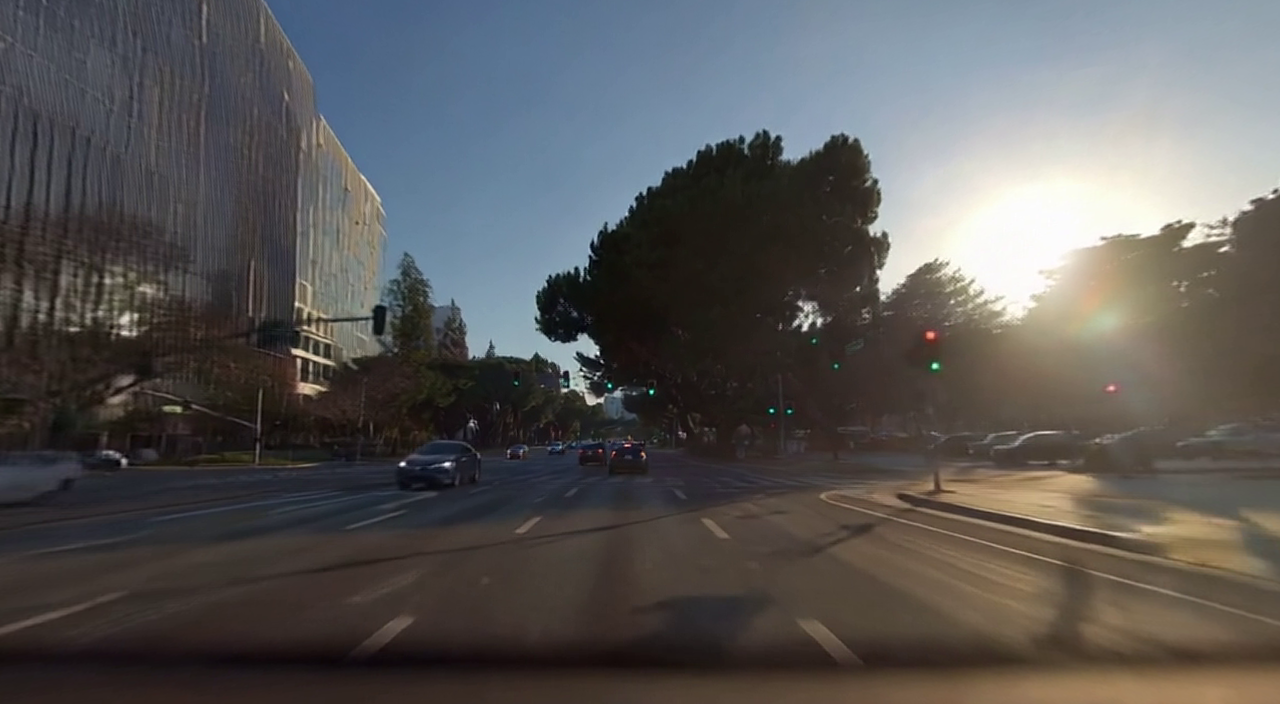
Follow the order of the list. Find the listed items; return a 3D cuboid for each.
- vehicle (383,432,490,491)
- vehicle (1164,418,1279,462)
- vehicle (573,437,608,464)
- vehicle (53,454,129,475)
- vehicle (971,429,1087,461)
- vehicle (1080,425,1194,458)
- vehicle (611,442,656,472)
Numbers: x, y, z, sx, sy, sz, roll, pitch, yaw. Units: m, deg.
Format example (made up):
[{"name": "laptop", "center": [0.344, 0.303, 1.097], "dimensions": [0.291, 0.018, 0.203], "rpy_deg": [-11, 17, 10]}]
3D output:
[{"name": "vehicle", "center": [-6.340, 3.452, 20.261], "dimensions": [1.937, 1.659, 4.259], "rpy_deg": [0, -8, 1]}, {"name": "vehicle", "center": [29.271, 4.211, 30.480], "dimensions": [5.696, 1.795, 1.856], "rpy_deg": [-5, -7, 15]}, {"name": "vehicle", "center": [-3.419, 6.940, 44.580], "dimensions": [2.001, 1.784, 4.483], "rpy_deg": [0, -8, 1]}, {"name": "vehicle", "center": [-41.468, 8.497, 47.696], "dimensions": [4.723, 1.482, 1.954], "rpy_deg": [-3, -10, 17]}, {"name": "vehicle", "center": [20.356, 4.915, 33.281], "dimensions": [4.778, 1.588, 1.822], "rpy_deg": [-3, -9, 17]}, {"name": "vehicle", "center": [27.234, 4.932, 34.805], "dimensions": [4.424, 1.713, 1.887], "rpy_deg": [-2, -8, 16]}, {"name": "vehicle", "center": [-0.334, 5.153, 31.252], "dimensions": [2.050, 1.385, 4.096], "rpy_deg": [0, -8, -1]}]
